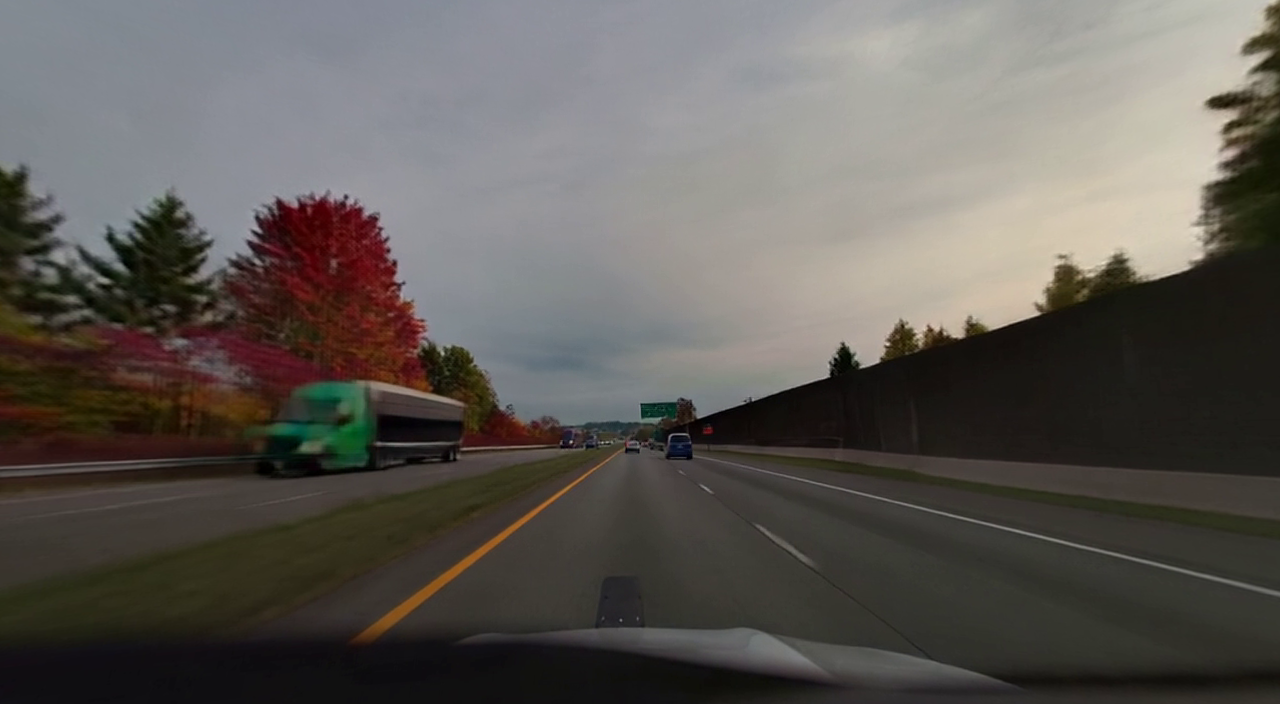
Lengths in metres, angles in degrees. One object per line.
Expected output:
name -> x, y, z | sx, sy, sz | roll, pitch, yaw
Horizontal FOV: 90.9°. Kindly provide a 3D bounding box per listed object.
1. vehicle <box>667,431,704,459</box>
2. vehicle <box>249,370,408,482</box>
vehicle -> 3.452, 7.218, 49.133 | 2.393, 2.072, 4.958 | 0, -8, -1
vehicle -> -12.282, 3.059, 25.699 | 2.942, 3.946, 6.482 | 0, -8, 1
